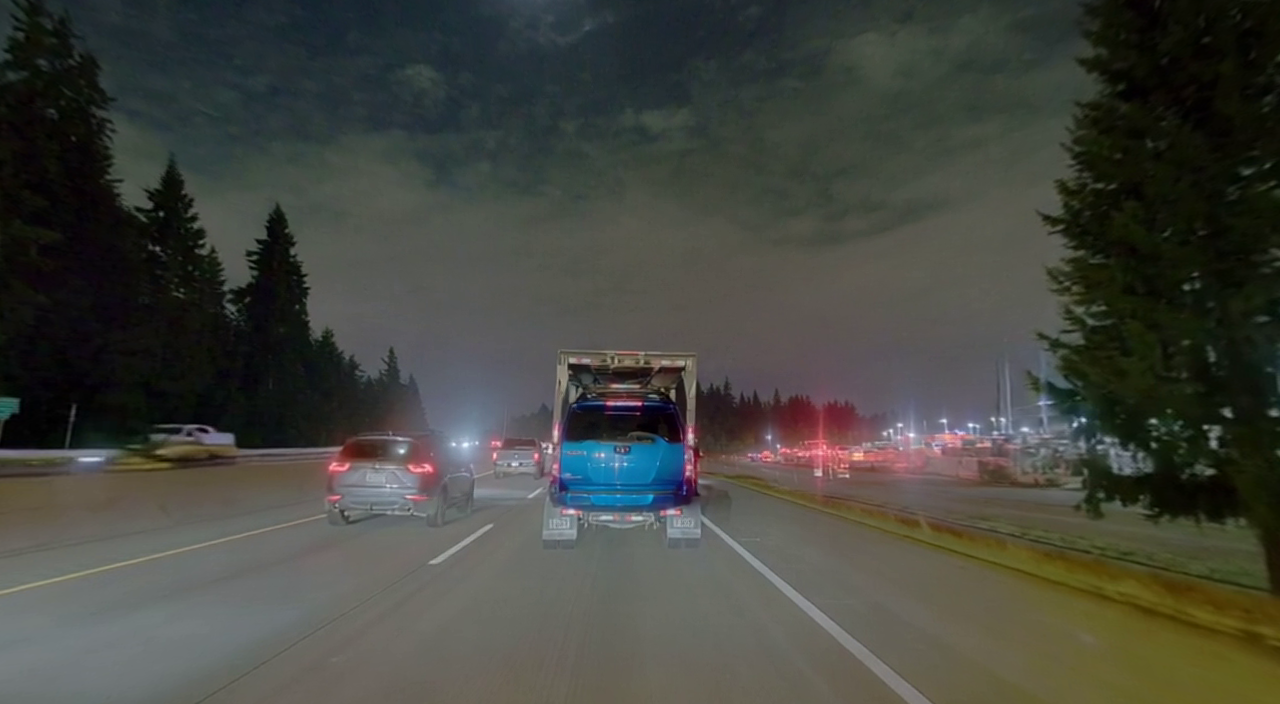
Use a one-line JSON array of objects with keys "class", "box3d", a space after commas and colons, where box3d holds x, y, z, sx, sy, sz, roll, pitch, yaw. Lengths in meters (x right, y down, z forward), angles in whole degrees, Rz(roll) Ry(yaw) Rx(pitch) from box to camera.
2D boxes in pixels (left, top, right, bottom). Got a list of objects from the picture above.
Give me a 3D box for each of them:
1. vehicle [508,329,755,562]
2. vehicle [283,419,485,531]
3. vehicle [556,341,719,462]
[{"class": "vehicle", "box3d": [-0.342, 1.789, 12.340, 2.735, 2.597, 10.435, 0, -8, -3]}, {"class": "vehicle", "box3d": [-4.421, 2.199, 11.876, 2.057, 1.665, 4.572, 0, -8, -3]}, {"class": "vehicle", "box3d": [-0.166, 0.995, 10.754, 2.156, 1.604, 4.680, 0, -9, -3]}]
